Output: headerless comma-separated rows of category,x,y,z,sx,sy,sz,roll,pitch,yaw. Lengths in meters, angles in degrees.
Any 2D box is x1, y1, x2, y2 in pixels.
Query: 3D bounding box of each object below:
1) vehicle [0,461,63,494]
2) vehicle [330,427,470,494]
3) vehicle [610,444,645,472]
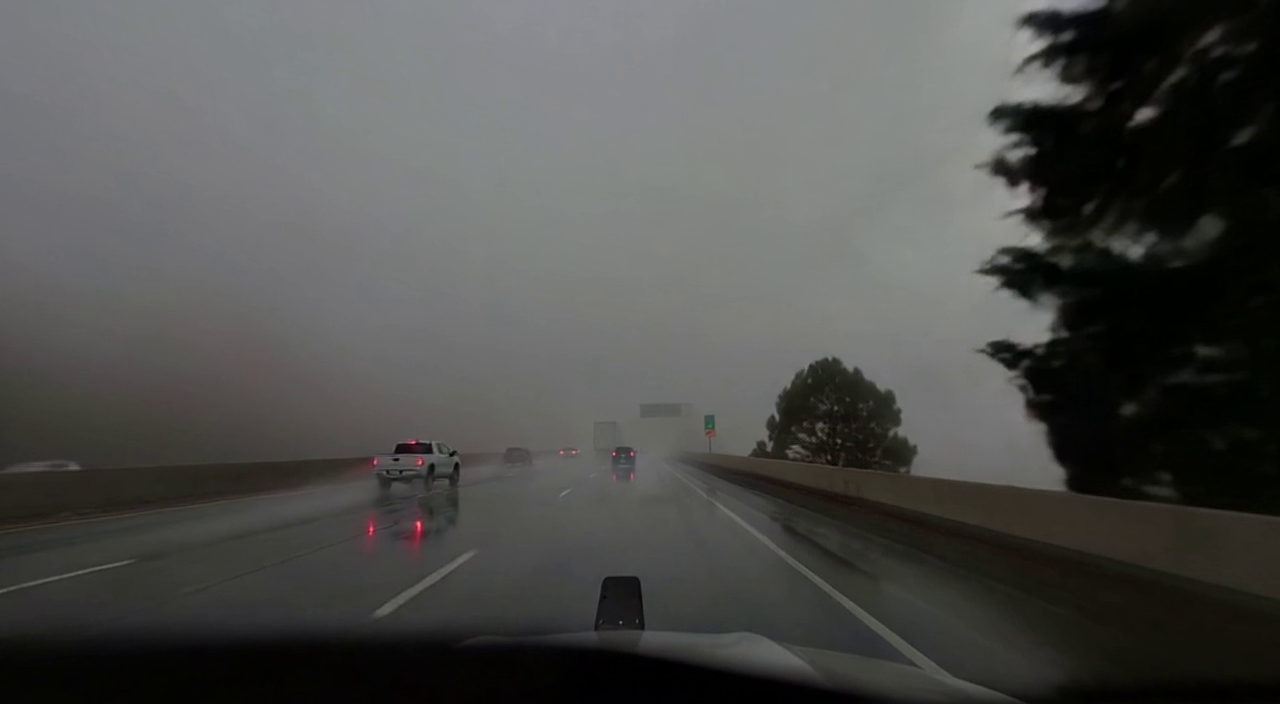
vehicle,-32.551,6.420,32.212,1.807,1.510,4.467,0,-9,0
vehicle,-7.330,3.385,20.043,2.115,1.778,5.572,0,-9,1
vehicle,-0.693,6.265,37.518,1.931,1.528,4.126,0,-9,1
